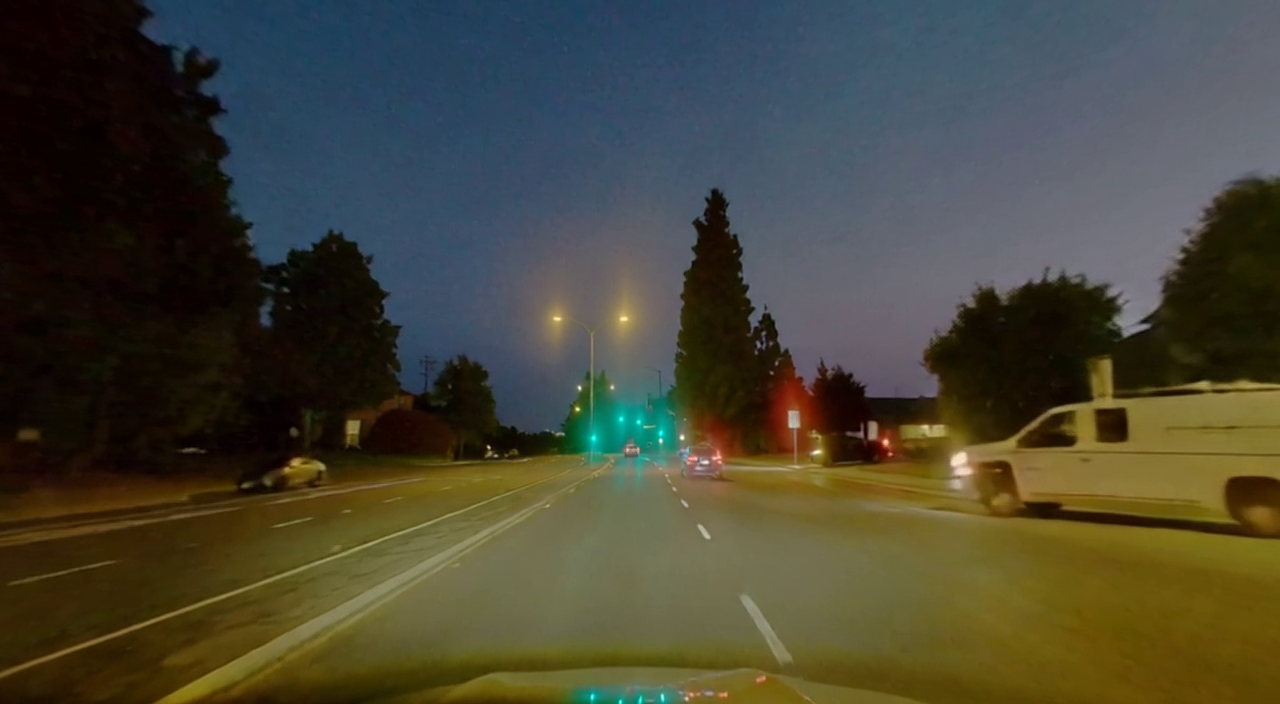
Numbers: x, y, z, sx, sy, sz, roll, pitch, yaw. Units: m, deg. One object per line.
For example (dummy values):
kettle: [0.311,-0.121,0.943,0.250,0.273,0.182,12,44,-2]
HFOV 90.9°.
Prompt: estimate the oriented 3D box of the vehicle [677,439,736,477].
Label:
vehicle: [2.702,4.434,26.599,1.960,1.479,4.086,1,-8,-1]

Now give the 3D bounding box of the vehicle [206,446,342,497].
vehicle: [-12.134,3.945,21.318,1.963,1.524,4.498,0,-8,-1]

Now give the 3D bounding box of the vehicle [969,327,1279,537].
vehicle: [9.087,1.327,10.177,2.331,2.747,6.993,3,-9,-16]

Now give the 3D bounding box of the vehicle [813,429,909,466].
vehicle: [11.481,4.994,32.981,4.202,1.794,2.063,0,-8,0]
